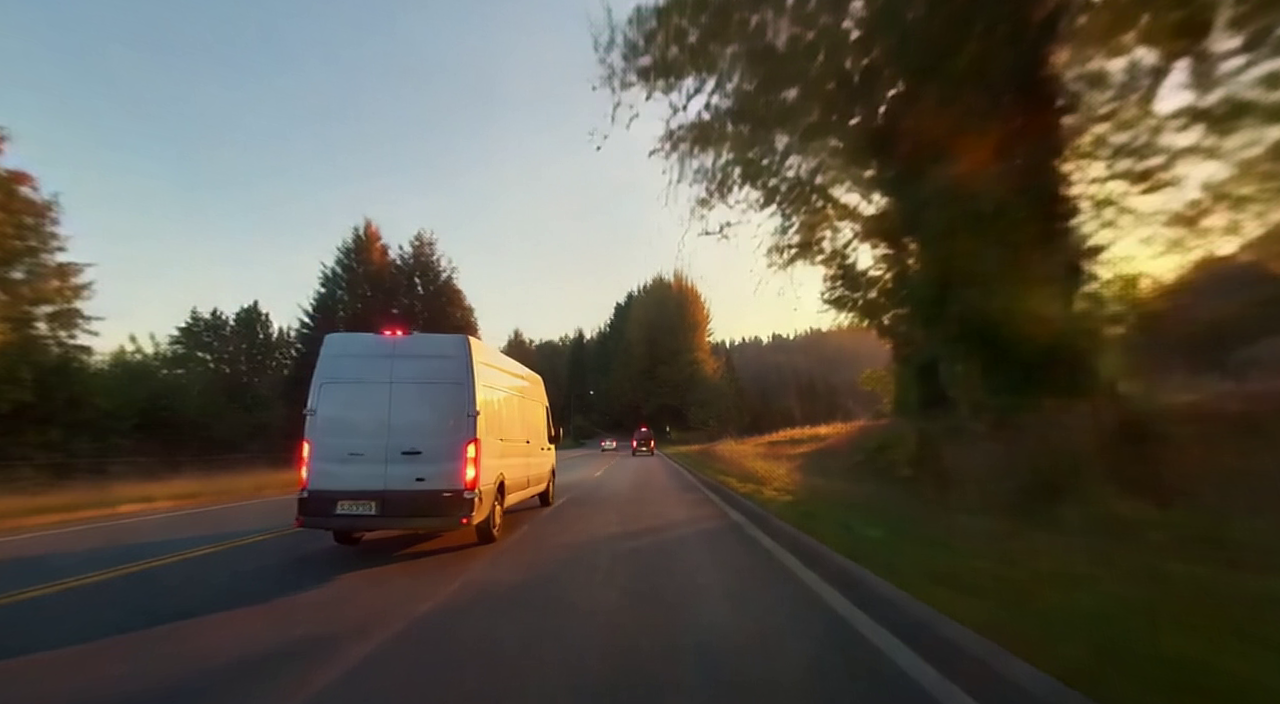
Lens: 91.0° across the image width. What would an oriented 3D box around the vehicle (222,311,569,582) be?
[{"bbox_3d":[-2.694,1.314,9.159,2.497,2.628,6.016,0,-8,1],"label":"vehicle"}]
